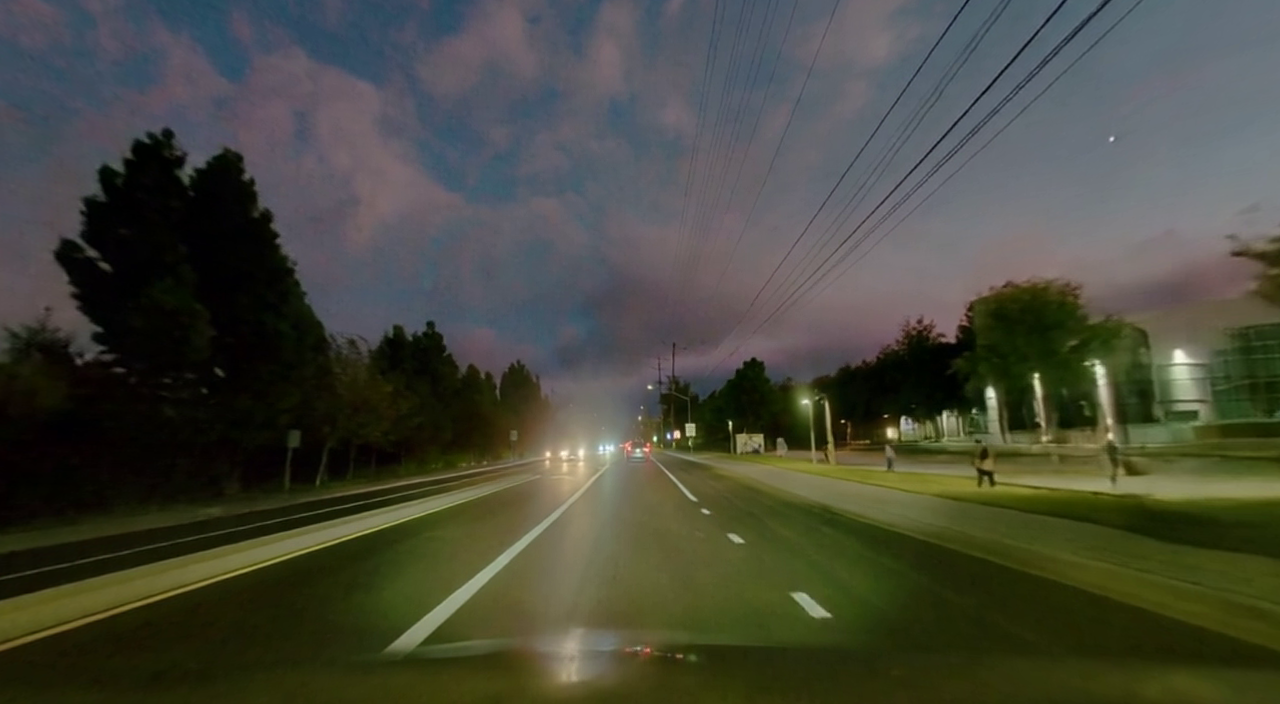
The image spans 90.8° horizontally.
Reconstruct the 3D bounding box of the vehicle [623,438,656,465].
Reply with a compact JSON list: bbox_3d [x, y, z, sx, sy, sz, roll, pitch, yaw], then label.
[{"bbox_3d":[-0.041,6.999,44.652,2.163,1.746,4.073,-1,-8,0],"label":"vehicle"}]
